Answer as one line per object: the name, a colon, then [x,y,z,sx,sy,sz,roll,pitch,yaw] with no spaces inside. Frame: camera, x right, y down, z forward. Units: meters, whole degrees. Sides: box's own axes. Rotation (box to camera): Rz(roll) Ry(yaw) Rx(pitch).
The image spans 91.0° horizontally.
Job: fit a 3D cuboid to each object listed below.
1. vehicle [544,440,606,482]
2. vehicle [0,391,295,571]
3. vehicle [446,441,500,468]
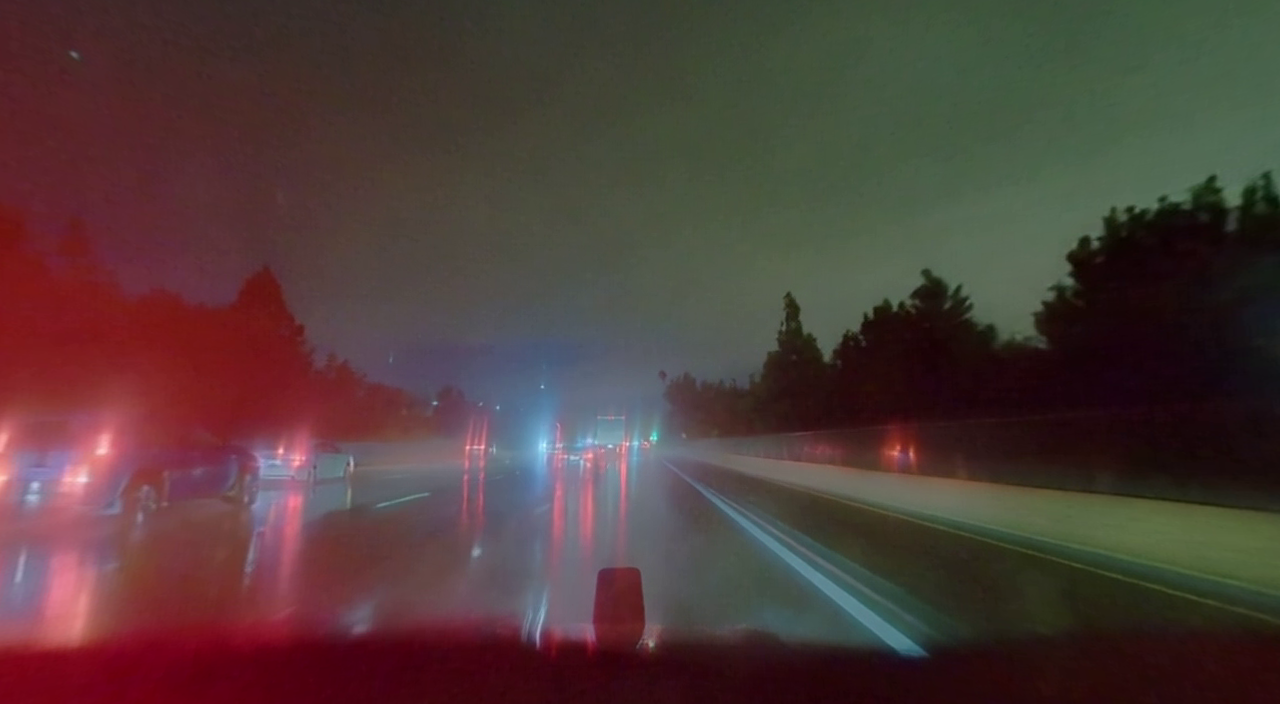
vehicle: [-2.537,4.349,25.450,1.931,1.528,4.126,0,-8,2]
vehicle: [-7.386,1.618,8.554,2.115,1.778,5.572,0,-8,2]
vehicle: [-10.106,6.239,38.450,2.036,1.506,4.358,0,-8,1]
